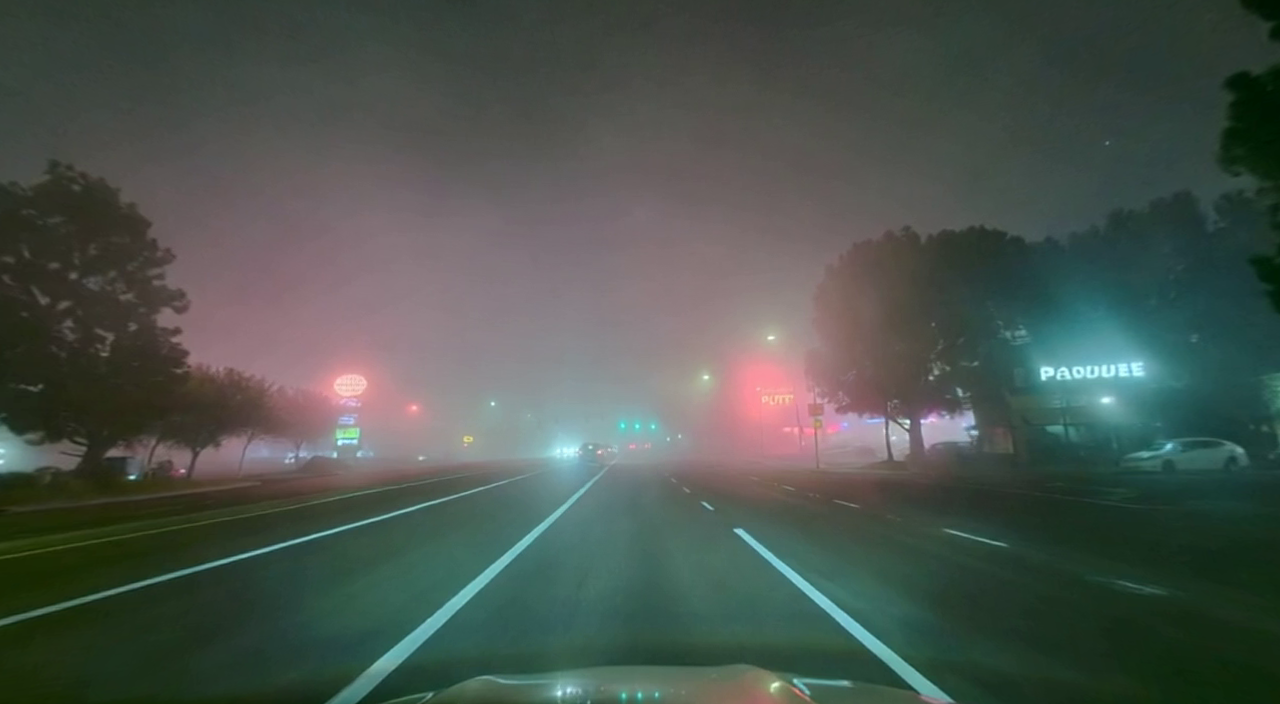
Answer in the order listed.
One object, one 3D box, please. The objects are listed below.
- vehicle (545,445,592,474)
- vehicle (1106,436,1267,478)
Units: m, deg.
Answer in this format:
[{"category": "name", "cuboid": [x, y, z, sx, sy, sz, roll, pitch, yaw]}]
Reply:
[{"category": "vehicle", "cuboid": [-3.839, 5.862, 34.688, 2.097, 1.497, 4.571, 0, -9, 0]}, {"category": "vehicle", "cuboid": [21.477, 4.124, 24.972, 4.551, 1.555, 2.018, 0, -9, -3]}]
